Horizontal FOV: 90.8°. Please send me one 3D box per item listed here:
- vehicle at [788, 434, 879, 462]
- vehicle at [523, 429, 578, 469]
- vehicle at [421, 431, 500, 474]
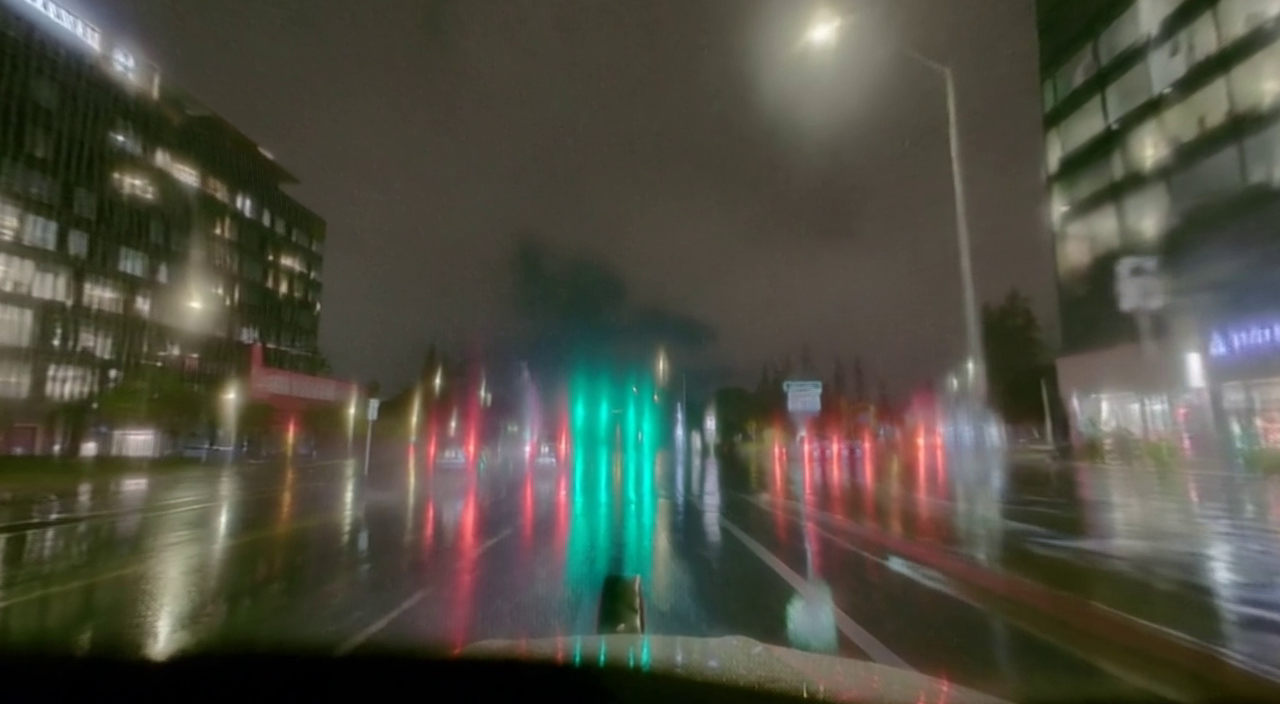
[{"bbox_3d":[10.782,5.382,35.450,4.513,1.541,1.948,-1,-8,5],"label":"vehicle"},{"bbox_3d":[-4.166,4.599,30.112,2.052,1.729,4.195,0,-8,-1],"label":"vehicle"},{"bbox_3d":[-7.160,4.051,25.689,1.909,1.605,4.561,0,-8,0],"label":"vehicle"}]
